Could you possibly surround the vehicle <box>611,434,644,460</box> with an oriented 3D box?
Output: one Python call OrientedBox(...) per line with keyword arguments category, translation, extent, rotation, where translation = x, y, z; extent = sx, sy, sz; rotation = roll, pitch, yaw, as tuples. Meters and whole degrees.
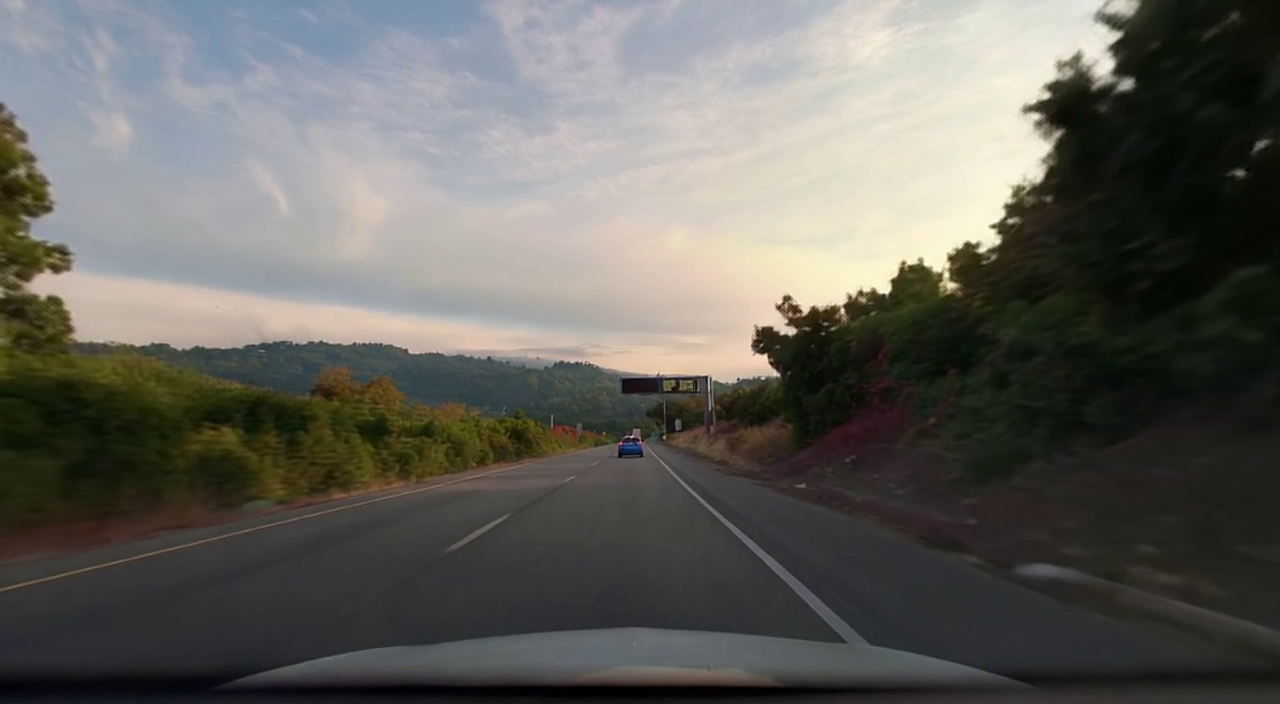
OrientedBox(category="vehicle", translation=(-0.858, 6.641, 44.250), extent=(2.180, 1.717, 4.139), rotation=(0, -8, -1))
